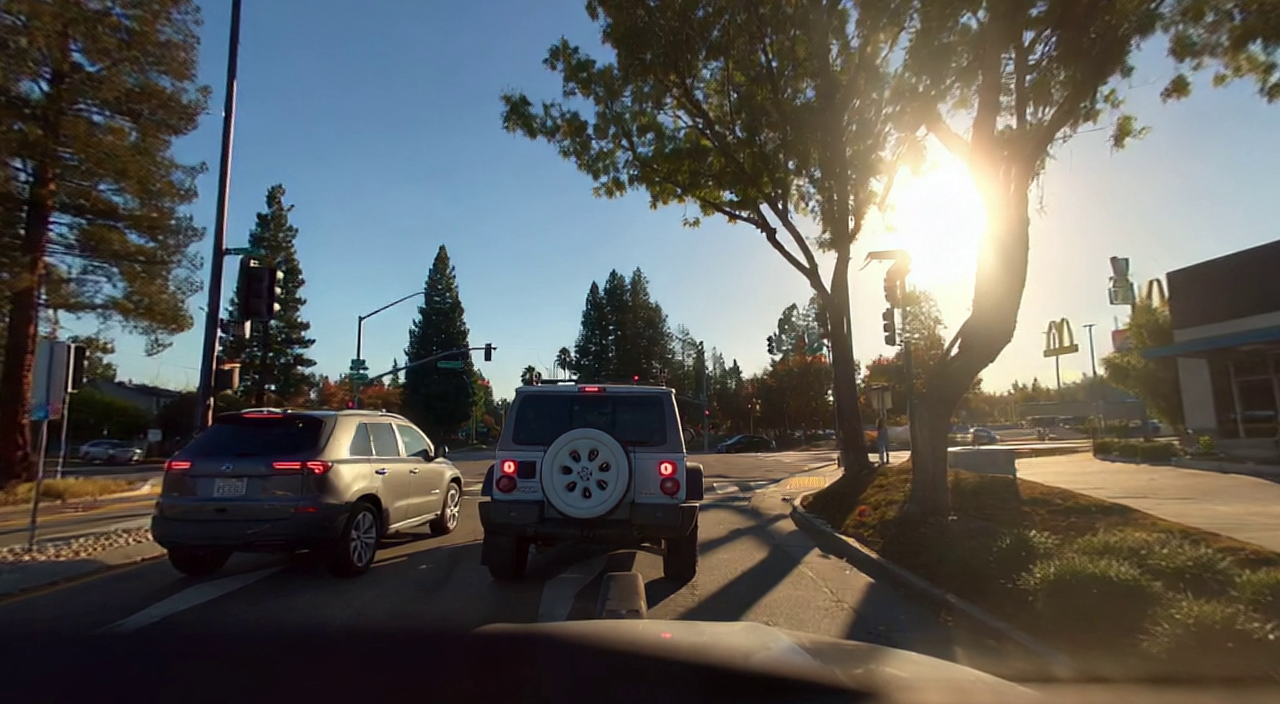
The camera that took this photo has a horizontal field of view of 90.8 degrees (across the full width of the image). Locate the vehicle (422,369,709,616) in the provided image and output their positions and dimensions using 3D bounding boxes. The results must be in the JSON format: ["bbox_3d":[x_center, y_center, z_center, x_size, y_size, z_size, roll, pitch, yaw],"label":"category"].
[{"bbox_3d":[-0.628,1.437,7.340,2.224,1.923,4.643,0,-8,-1],"label":"vehicle"}]

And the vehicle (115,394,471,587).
[{"bbox_3d":[-3.912,1.652,8.338,2.130,1.819,4.497,0,-8,0],"label":"vehicle"}]

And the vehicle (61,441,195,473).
[{"bbox_3d":[-25.241,5.180,31.366,4.713,1.445,1.887,4,-9,-24],"label":"vehicle"}]
